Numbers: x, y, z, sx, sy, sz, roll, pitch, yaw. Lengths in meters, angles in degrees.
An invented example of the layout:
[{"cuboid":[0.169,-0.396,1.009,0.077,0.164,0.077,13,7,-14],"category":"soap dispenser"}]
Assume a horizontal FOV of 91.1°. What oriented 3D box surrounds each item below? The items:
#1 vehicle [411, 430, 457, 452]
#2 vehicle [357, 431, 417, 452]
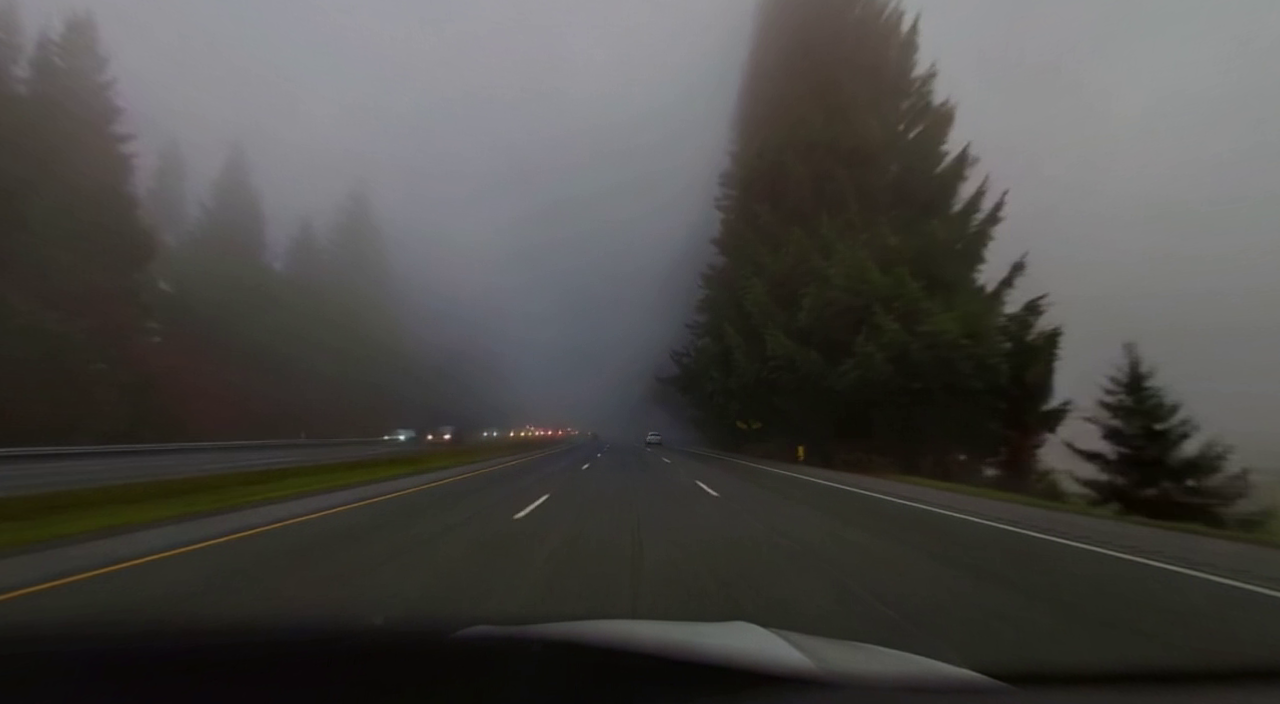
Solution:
[{"cuboid":[-13.931,6.056,42.743,1.969,1.424,3.731,0,-8,-2],"category":"vehicle"},{"cuboid":[-17.660,6.285,44.214,2.134,1.357,5.268,0,-8,-1],"category":"vehicle"}]
